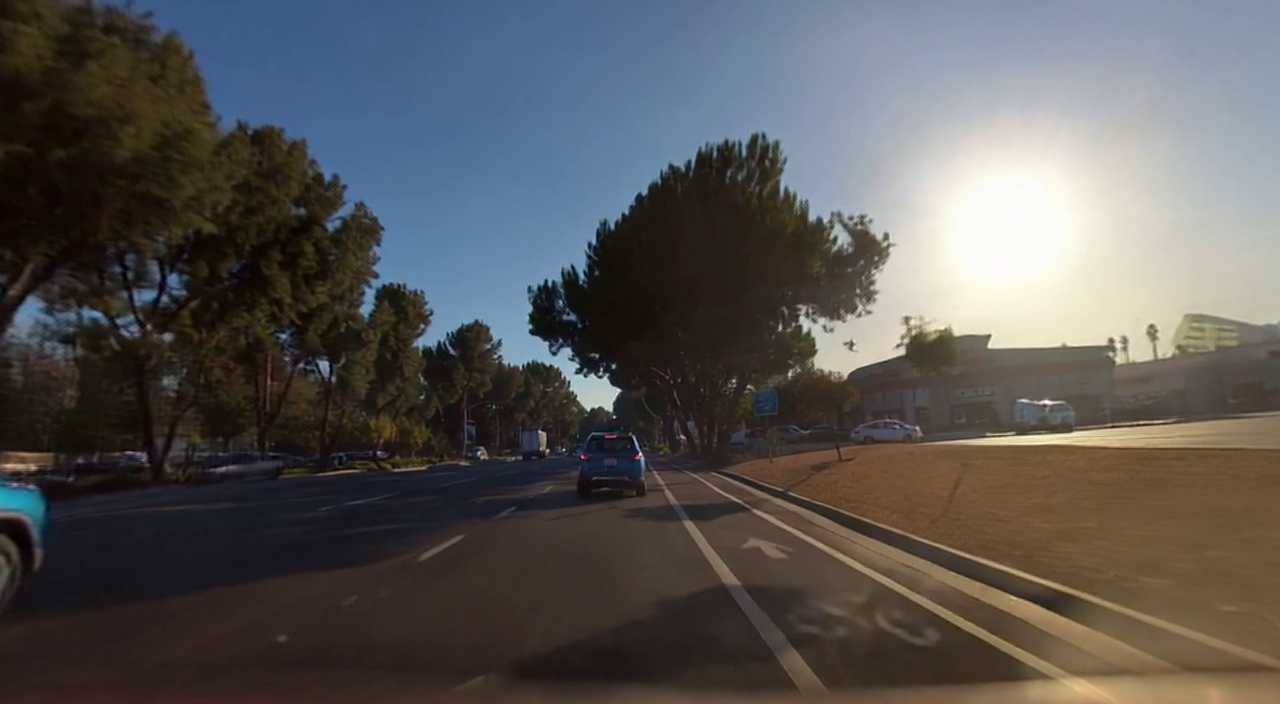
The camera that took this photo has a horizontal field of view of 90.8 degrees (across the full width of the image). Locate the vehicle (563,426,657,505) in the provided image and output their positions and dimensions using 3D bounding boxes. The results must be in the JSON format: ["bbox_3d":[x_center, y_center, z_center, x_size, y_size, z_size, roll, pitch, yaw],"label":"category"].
[{"bbox_3d":[-0.715,2.895,16.489,2.131,1.761,4.242,0,-9,-1],"label":"vehicle"}]

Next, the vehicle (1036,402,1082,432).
[{"bbox_3d":[26.505,4.185,40.081,1.895,1.576,4.434,-6,-11,28],"label":"vehicle"}]

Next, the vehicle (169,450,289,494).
[{"bbox_3d":[-17.306,5.036,26.932,1.978,1.620,4.642,0,-9,0],"label":"vehicle"}]

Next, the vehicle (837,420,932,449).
[{"bbox_3d":[12.793,4.355,33.244,4.204,1.486,1.781,0,-8,-1],"label":"vehicle"}]
